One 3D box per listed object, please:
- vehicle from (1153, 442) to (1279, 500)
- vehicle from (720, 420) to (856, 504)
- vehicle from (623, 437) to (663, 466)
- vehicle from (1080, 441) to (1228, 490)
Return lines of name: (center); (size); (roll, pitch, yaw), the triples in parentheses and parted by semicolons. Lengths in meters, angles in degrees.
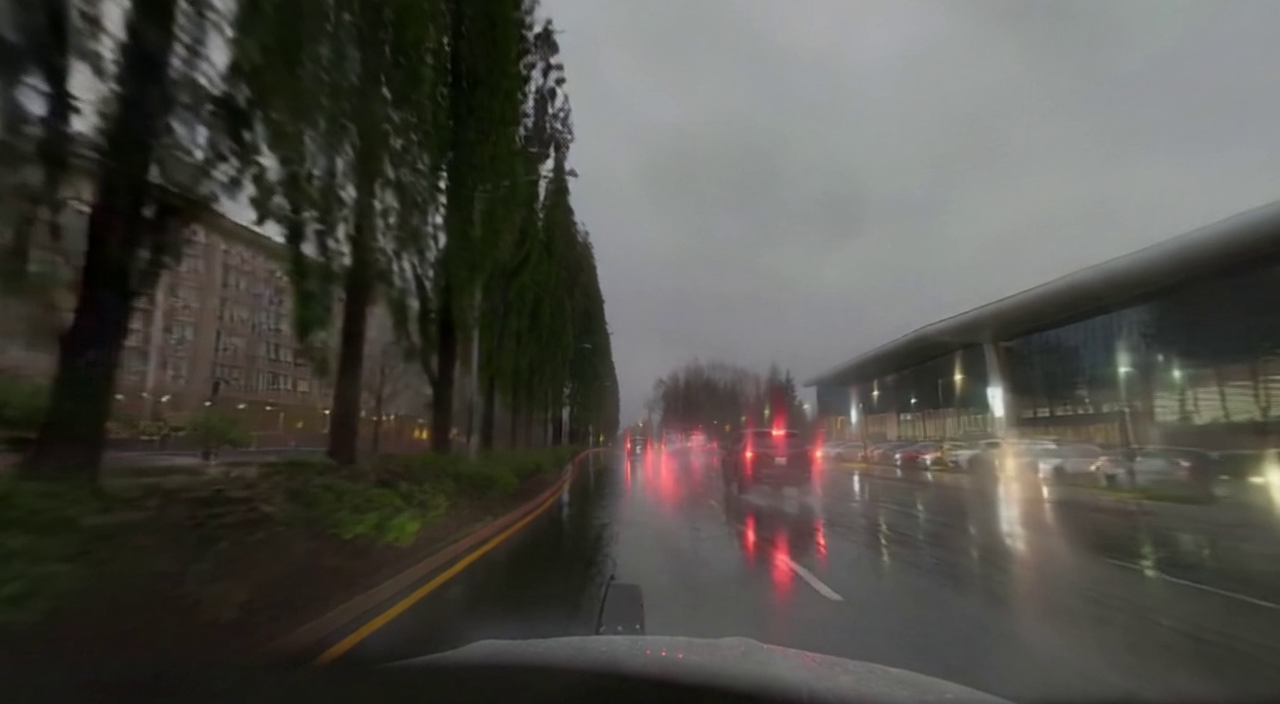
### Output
vehicle: (17.539, 3.413, 18.459); (3.958, 1.524, 2.061); (3, -9, -20)
vehicle: (3.534, 2.775, 16.263); (2.235, 1.806, 4.818); (0, -9, -1)
vehicle: (0.147, 5.694, 36.280); (2.145, 1.572, 4.021); (0, -9, -1)
vehicle: (17.349, 3.770, 21.316); (4.578, 1.477, 2.067); (4, -10, -27)
